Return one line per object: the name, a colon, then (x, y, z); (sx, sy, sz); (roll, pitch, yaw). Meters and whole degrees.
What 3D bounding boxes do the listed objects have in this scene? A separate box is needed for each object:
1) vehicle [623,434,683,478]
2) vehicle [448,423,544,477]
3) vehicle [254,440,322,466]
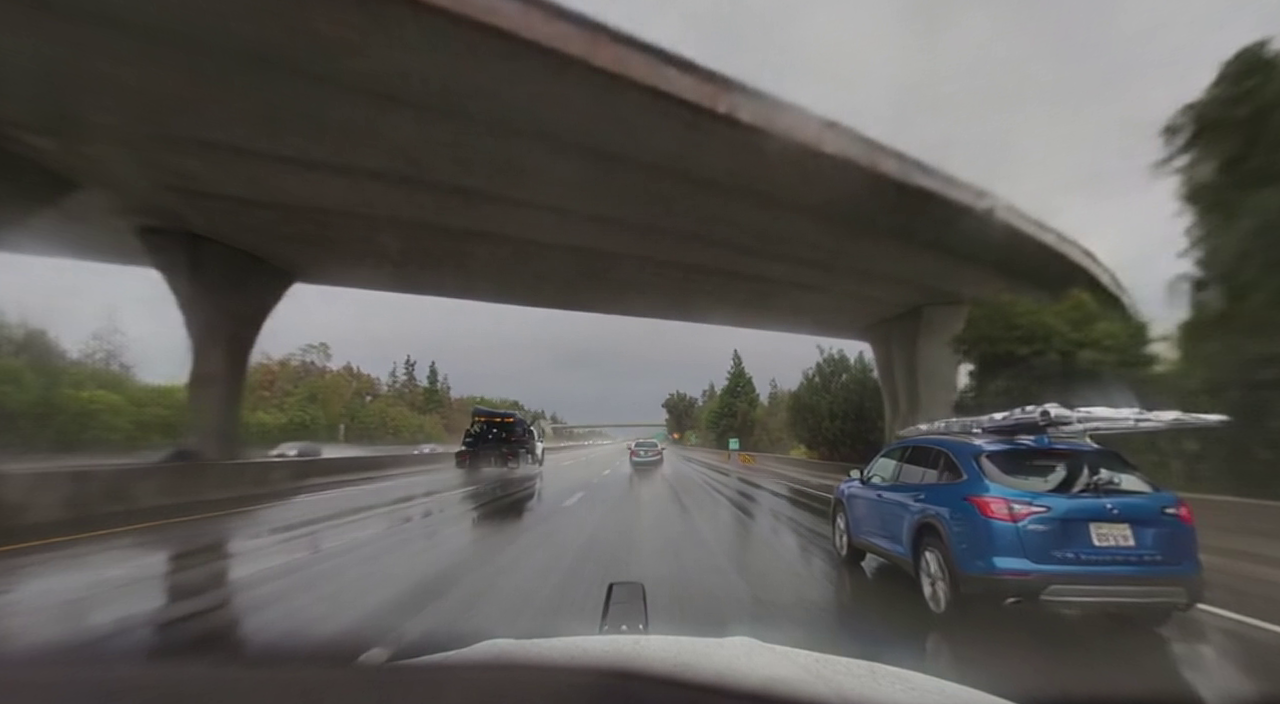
vehicle: (0.517, 4.406, 27.045); (2.336, 1.722, 4.212); (0, -8, 0)
vehicle: (-6.540, 4.599, 29.873); (2.827, 2.236, 7.057); (0, -8, 1)
vehicle: (-24.245, 6.965, 43.647); (2.098, 1.623, 4.448); (-1, -8, 1)
